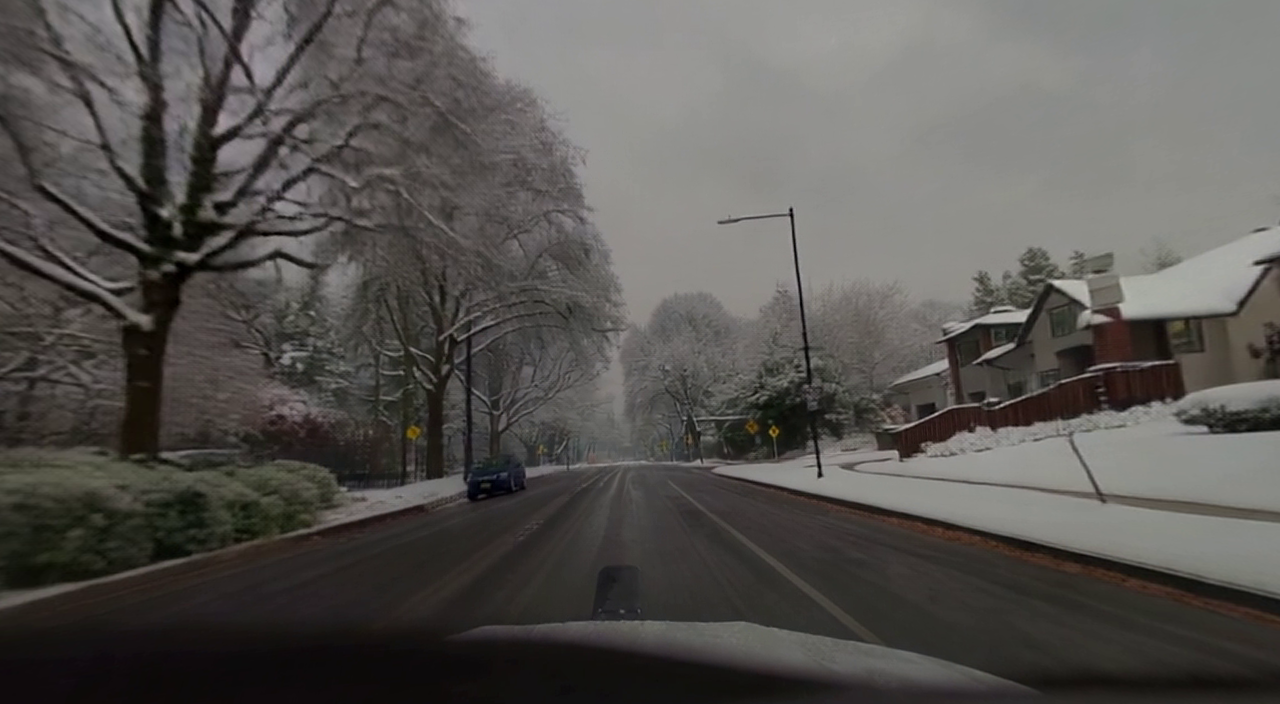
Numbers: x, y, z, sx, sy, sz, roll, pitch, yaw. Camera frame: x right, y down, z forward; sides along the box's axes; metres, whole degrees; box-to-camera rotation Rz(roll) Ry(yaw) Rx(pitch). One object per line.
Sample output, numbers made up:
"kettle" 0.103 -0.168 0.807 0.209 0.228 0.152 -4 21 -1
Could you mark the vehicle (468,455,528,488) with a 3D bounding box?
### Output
"vehicle" -7.222 6.092 32.566 2.006 1.501 4.789 0 -9 0
